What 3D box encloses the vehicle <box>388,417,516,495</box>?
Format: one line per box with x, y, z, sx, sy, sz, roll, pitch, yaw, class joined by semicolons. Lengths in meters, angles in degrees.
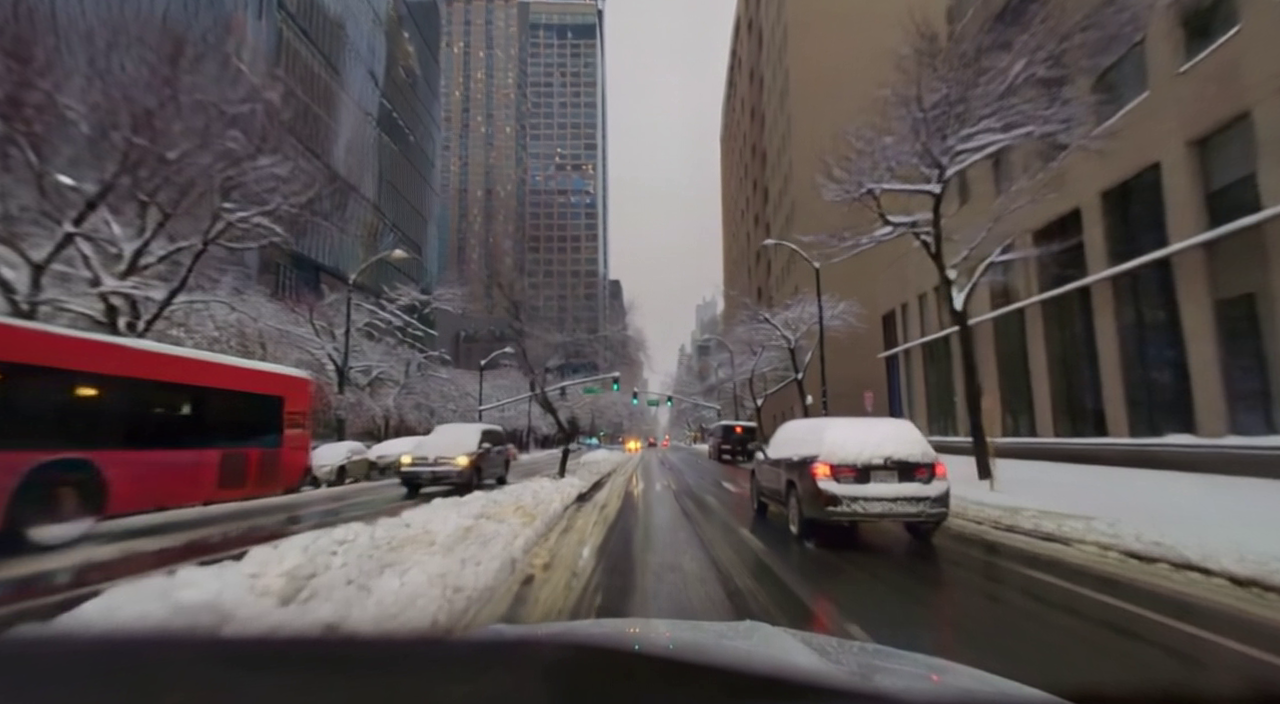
-5.110;2.922;17.989;2.030;1.881;4.994;0;-9;1;vehicle

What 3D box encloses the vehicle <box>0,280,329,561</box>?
-8.999;1.298;10.729;2.784;3.310;8.964;0;-9;0;vehicle

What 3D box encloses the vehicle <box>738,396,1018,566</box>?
3.037;1.820;9.678;2.118;1.848;5.426;0;-9;-1;vehicle
